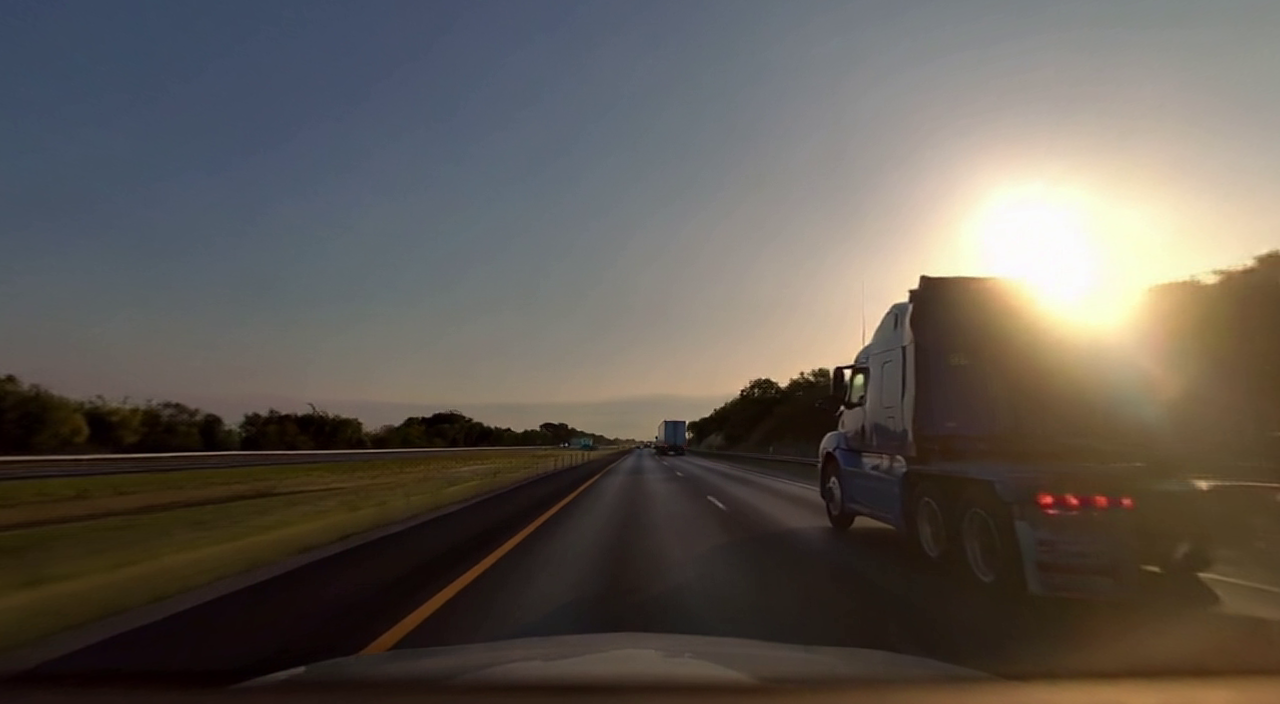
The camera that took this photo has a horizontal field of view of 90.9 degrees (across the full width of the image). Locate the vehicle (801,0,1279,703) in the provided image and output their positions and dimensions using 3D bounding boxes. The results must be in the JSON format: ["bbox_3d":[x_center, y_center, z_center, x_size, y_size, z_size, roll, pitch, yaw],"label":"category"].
[{"bbox_3d":[4.063,0.026,4.888,3.080,4.016,9.760,0,-9,1],"label":"vehicle"}]
